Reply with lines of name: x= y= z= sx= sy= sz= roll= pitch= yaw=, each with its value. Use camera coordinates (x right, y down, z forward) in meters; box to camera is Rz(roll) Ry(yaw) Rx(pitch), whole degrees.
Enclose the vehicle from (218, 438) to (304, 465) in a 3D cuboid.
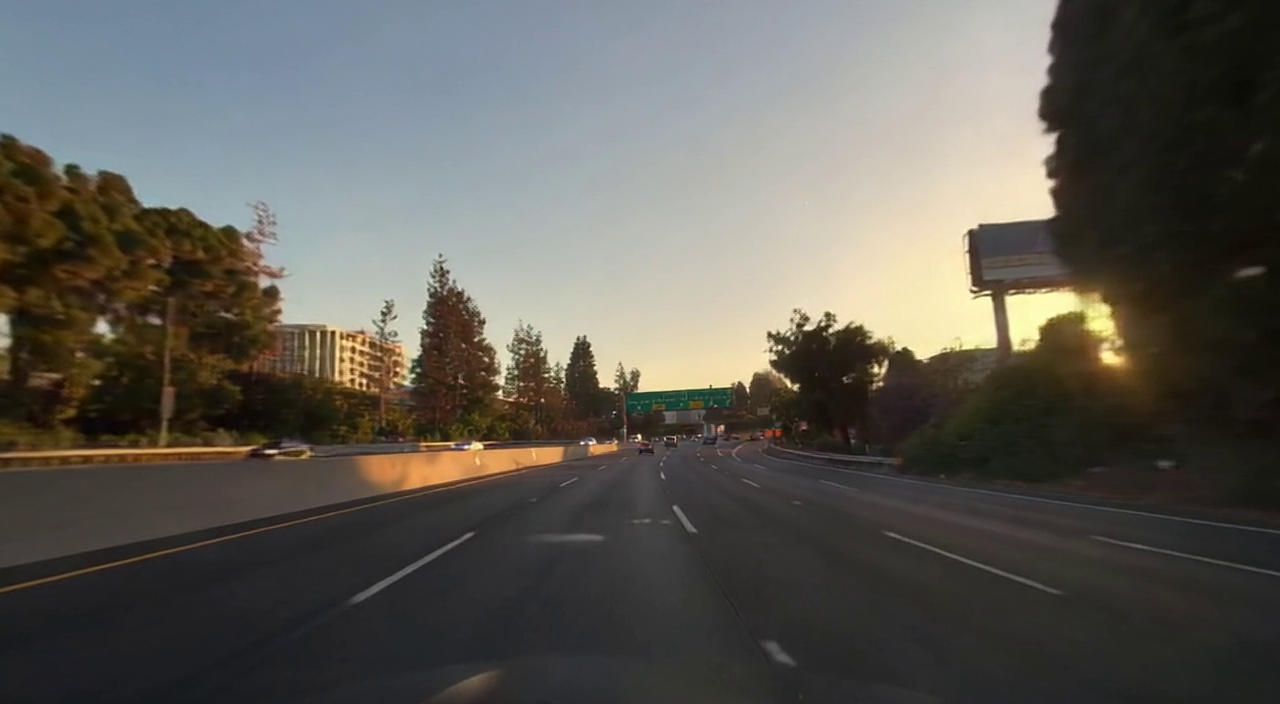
vehicle: x=-22.595 y=5.955 z=37.934 sx=2.039 sy=1.484 sz=4.959 roll=0 pitch=-8 yaw=2
